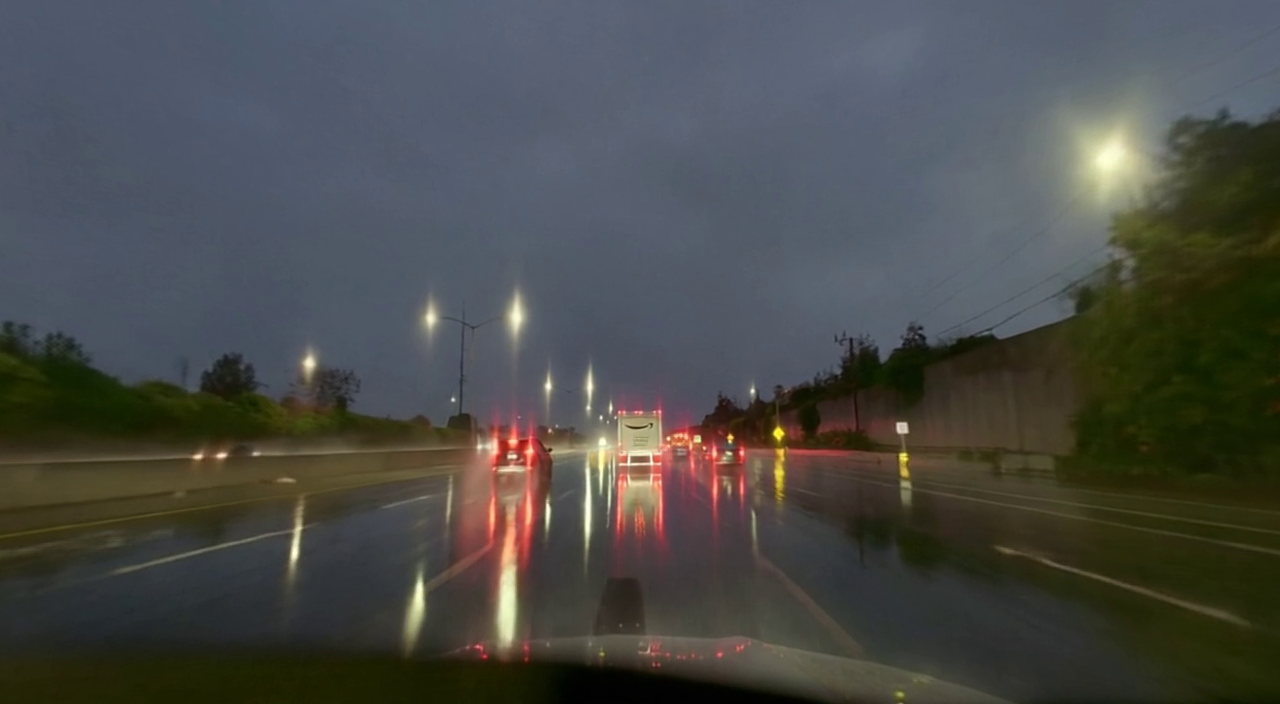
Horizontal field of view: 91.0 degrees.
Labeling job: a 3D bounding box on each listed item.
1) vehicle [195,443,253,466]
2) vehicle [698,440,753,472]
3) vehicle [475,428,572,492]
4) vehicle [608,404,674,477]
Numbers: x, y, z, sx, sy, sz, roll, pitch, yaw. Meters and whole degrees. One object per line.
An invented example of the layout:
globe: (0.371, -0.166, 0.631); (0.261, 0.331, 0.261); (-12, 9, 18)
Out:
vehicle: (-29.229, 7.179, 44.340); (1.592, 1.450, 3.673); (-2, -7, 0)
vehicle: (4.228, 5.241, 31.885); (1.970, 1.499, 4.491); (1, -9, -2)
vehicle: (-3.384, 3.244, 19.201); (2.095, 1.688, 4.188); (0, -9, 1)
vehicle: (0.036, 3.768, 26.663); (2.456, 2.705, 6.251); (0, -9, 0)
